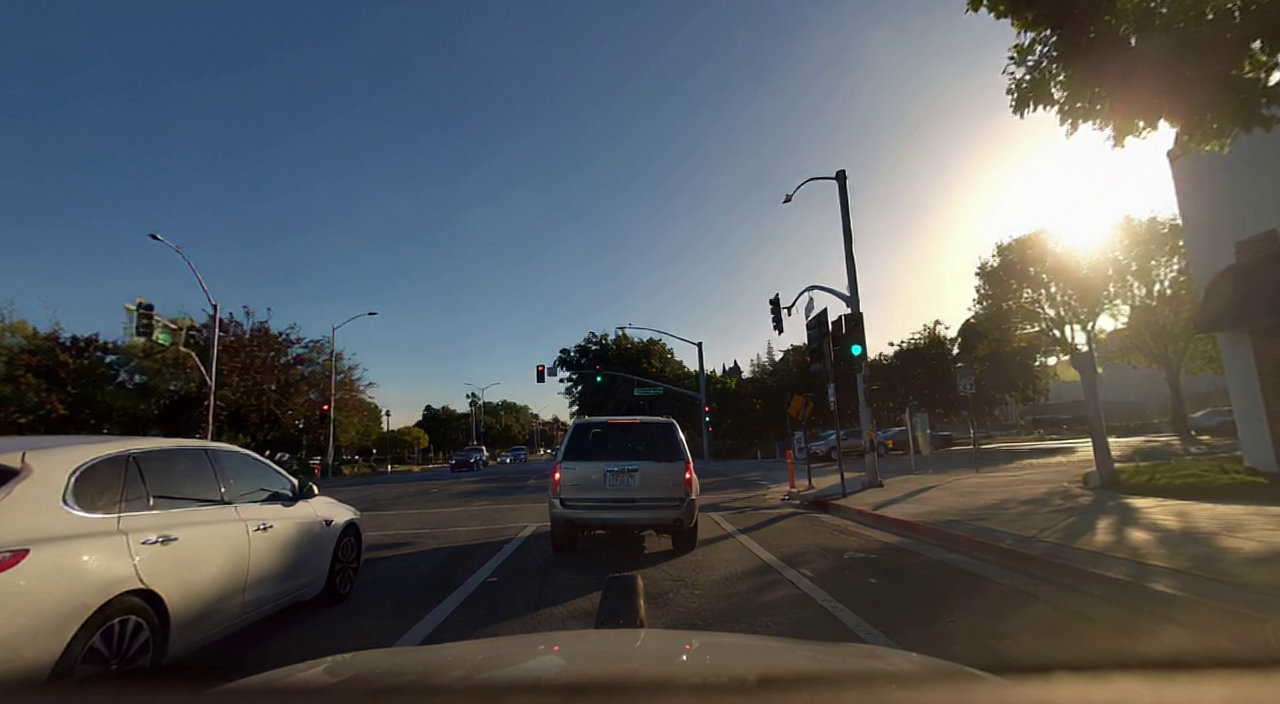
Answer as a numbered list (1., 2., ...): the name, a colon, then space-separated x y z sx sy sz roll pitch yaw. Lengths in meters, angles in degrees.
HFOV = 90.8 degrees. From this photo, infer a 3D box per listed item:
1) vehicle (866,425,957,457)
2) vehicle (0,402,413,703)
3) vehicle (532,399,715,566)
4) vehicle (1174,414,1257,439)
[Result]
1. vehicle: 13.857 4.561 32.357 3.830 1.545 2.006 3 -9 -18
2. vehicle: -3.378 1.266 4.562 2.011 1.527 4.008 0 -8 -1
3. vehicle: -0.185 1.793 9.345 2.059 1.877 4.249 0 -8 0
4. vehicle: 37.415 4.869 41.081 4.509 1.487 1.915 3 -9 -19
